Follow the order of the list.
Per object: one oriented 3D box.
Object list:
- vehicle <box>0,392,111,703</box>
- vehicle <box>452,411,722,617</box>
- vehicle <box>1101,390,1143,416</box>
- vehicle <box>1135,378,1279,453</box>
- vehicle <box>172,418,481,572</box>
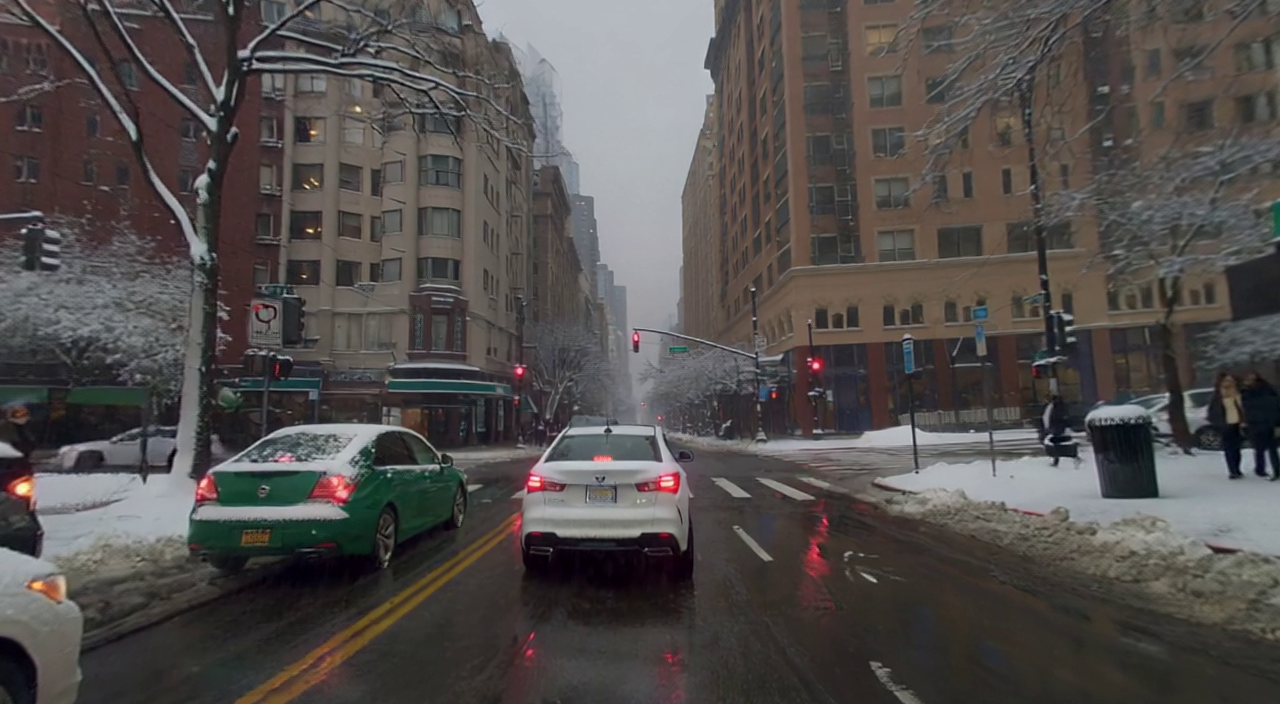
[{"bbox_3d":[-3.903,0.701,1.171,1.995,1.524,4.438,0,-8,0],"label":"vehicle"},{"bbox_3d":[-0.407,1.497,6.725,1.999,1.520,3.896,0,-8,0],"label":"vehicle"},{"bbox_3d":[37.316,4.000,49.009,1.958,1.667,4.392,-5,-10,30],"label":"vehicle"},{"bbox_3d":[21.629,2.356,22.876,5.863,2.493,2.354,2,-9,-12],"label":"vehicle"},{"bbox_3d":[-3.685,1.749,8.518,1.934,1.522,4.287,0,-8,0],"label":"vehicle"}]
